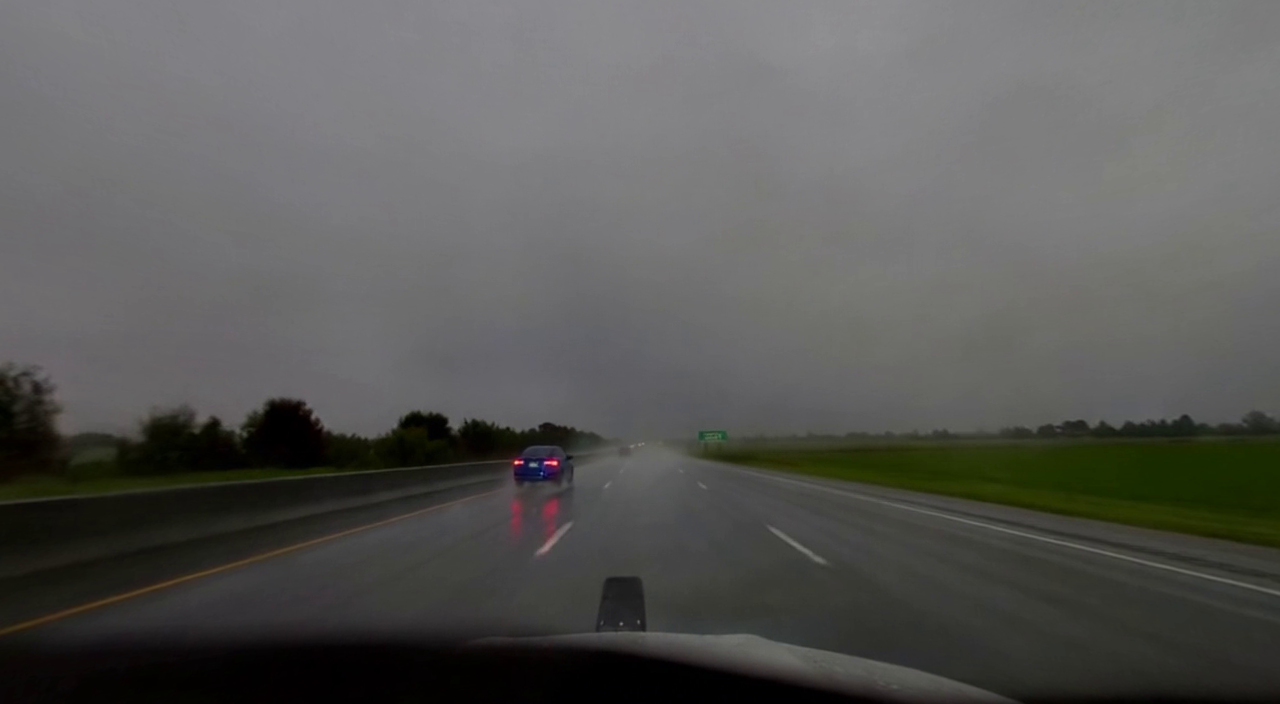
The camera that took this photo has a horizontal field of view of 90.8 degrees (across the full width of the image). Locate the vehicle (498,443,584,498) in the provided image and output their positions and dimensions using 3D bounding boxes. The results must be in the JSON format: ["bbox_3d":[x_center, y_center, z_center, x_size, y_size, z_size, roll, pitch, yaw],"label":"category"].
[{"bbox_3d":[-2.994,3.684,20.019,1.945,1.537,4.294,0,-9,1],"label":"vehicle"}]
